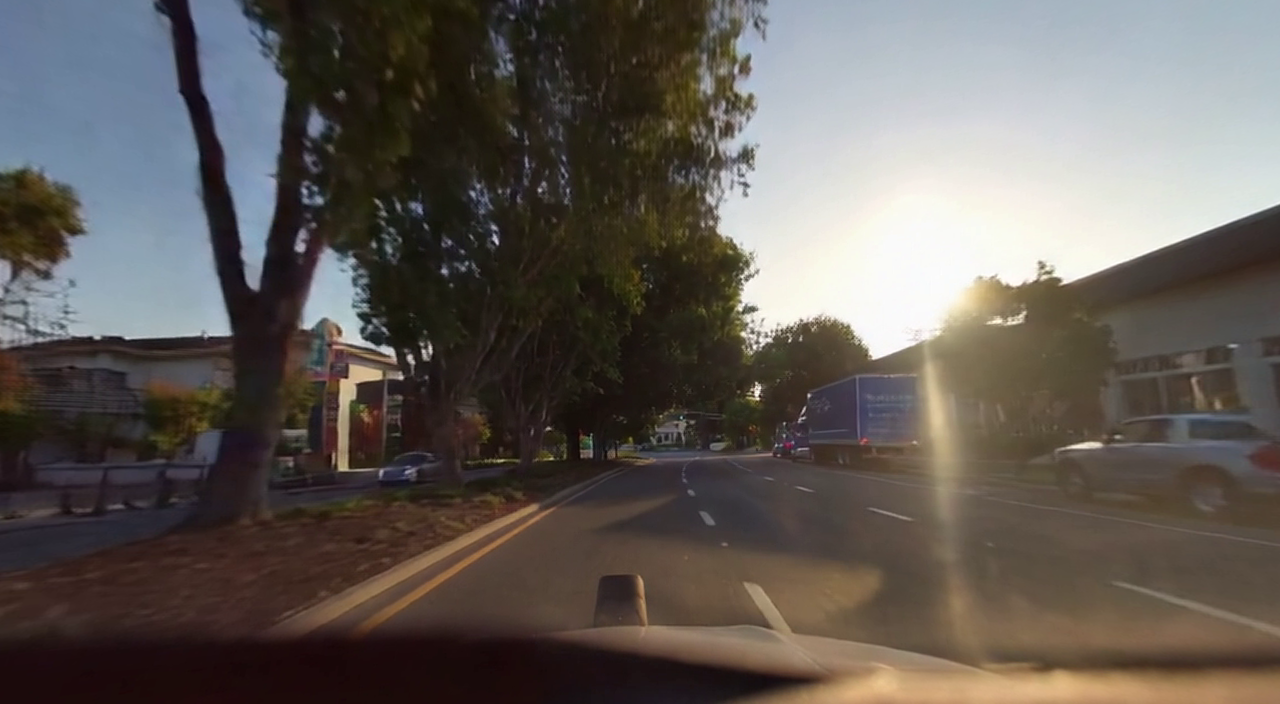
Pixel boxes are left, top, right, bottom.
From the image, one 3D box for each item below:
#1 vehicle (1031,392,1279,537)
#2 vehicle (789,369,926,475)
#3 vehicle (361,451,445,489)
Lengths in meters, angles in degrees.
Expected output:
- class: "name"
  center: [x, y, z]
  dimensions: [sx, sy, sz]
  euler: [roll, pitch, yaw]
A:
- class: "vehicle"
  center: [9.842, 1.904, 11.139]
  dimensions: [2.200, 1.944, 5.935]
  euler: [-1, -9, 2]
- class: "vehicle"
  center: [11.215, 4.230, 35.440]
  dimensions: [2.907, 4.439, 17.681]
  euler: [-1, -8, 5]
- class: "vehicle"
  center: [-10.452, 5.214, 28.261]
  dimensions: [1.907, 1.505, 4.354]
  euler: [-1, -9, 2]
